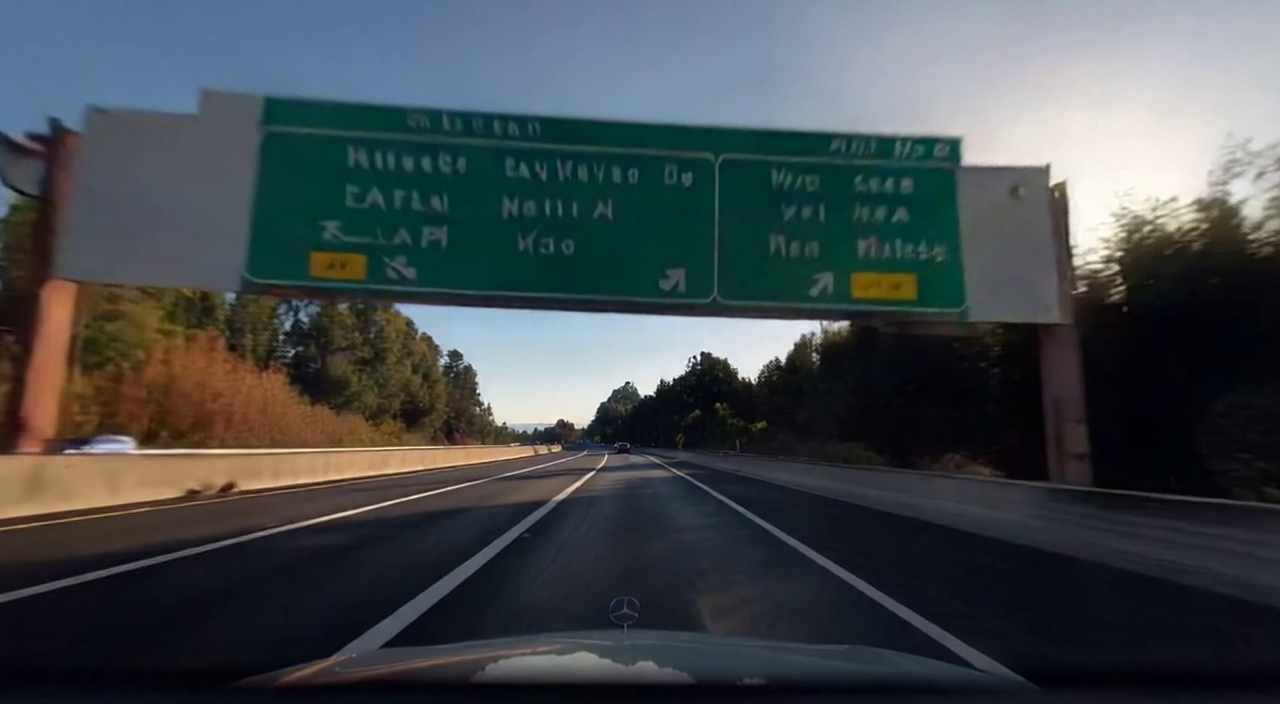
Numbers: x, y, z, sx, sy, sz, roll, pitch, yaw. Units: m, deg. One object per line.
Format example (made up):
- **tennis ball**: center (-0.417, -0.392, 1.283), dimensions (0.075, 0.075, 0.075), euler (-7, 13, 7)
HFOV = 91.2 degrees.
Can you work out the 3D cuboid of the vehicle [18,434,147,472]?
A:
- **vehicle**: center (-25.123, 4.563, 28.525), dimensions (1.848, 1.590, 4.326), euler (0, -9, 0)
